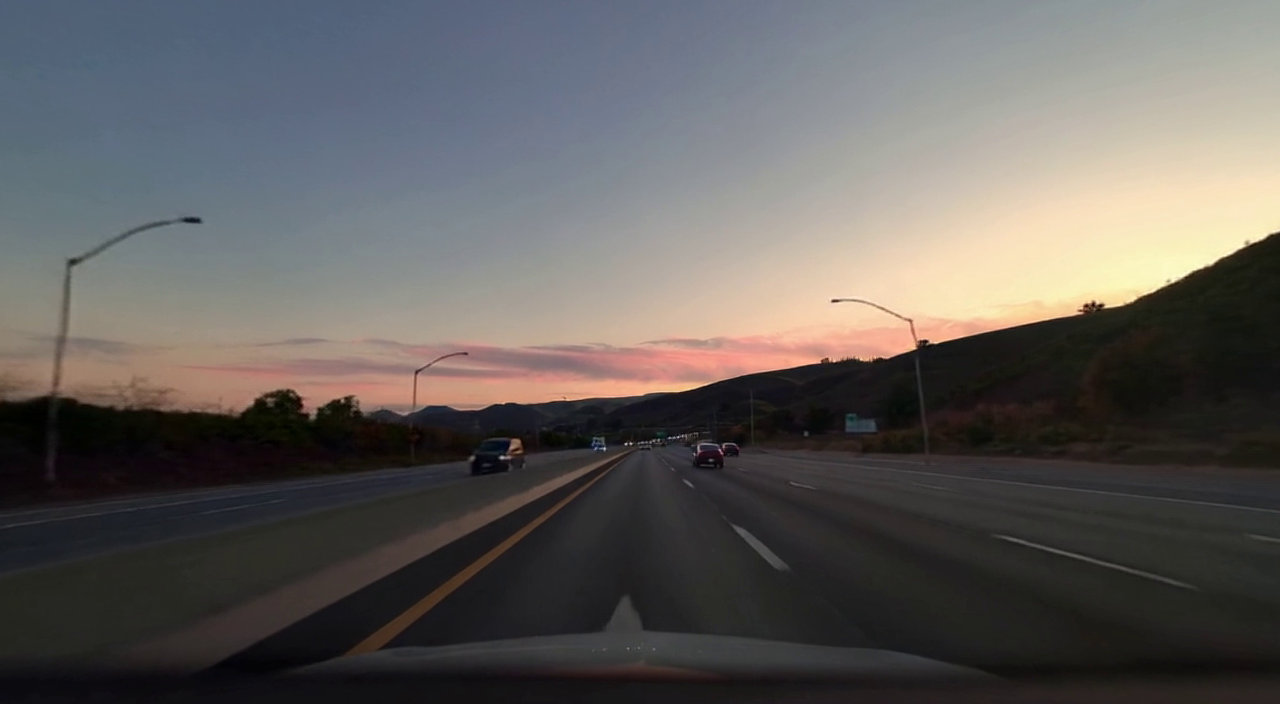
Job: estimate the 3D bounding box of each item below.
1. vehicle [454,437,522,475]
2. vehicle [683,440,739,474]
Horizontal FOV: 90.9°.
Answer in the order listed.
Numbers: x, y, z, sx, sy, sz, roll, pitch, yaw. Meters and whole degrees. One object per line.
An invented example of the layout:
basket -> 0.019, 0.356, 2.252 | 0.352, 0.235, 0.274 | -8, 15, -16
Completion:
vehicle -> -8.338, 5.738, 35.192 | 2.258, 1.943, 5.731 | 0, -8, 1
vehicle -> 3.150, 4.759, 28.882 | 2.044, 1.444, 4.216 | 0, -8, 0
